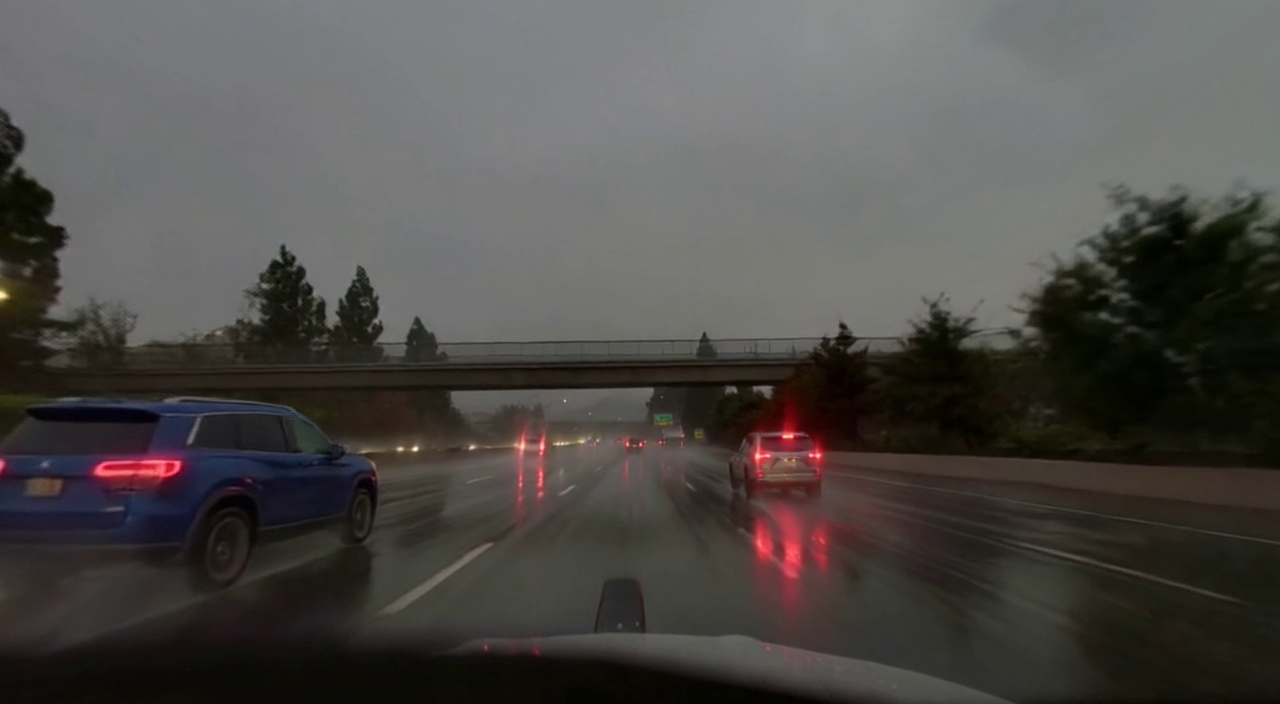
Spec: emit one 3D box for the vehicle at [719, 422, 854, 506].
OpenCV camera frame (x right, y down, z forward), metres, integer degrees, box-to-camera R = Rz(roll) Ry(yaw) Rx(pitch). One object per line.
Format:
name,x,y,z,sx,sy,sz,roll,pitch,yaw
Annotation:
vehicle,3.381,2.693,15.648,2.185,1.749,4.477,0,-8,-1

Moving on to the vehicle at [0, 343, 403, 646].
vehicle,-4.291,1.207,6.329,2.018,1.872,4.728,0,-8,0

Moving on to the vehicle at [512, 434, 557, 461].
vehicle,-7.482,6.828,45.330,2.193,1.818,4.995,0,-8,1
